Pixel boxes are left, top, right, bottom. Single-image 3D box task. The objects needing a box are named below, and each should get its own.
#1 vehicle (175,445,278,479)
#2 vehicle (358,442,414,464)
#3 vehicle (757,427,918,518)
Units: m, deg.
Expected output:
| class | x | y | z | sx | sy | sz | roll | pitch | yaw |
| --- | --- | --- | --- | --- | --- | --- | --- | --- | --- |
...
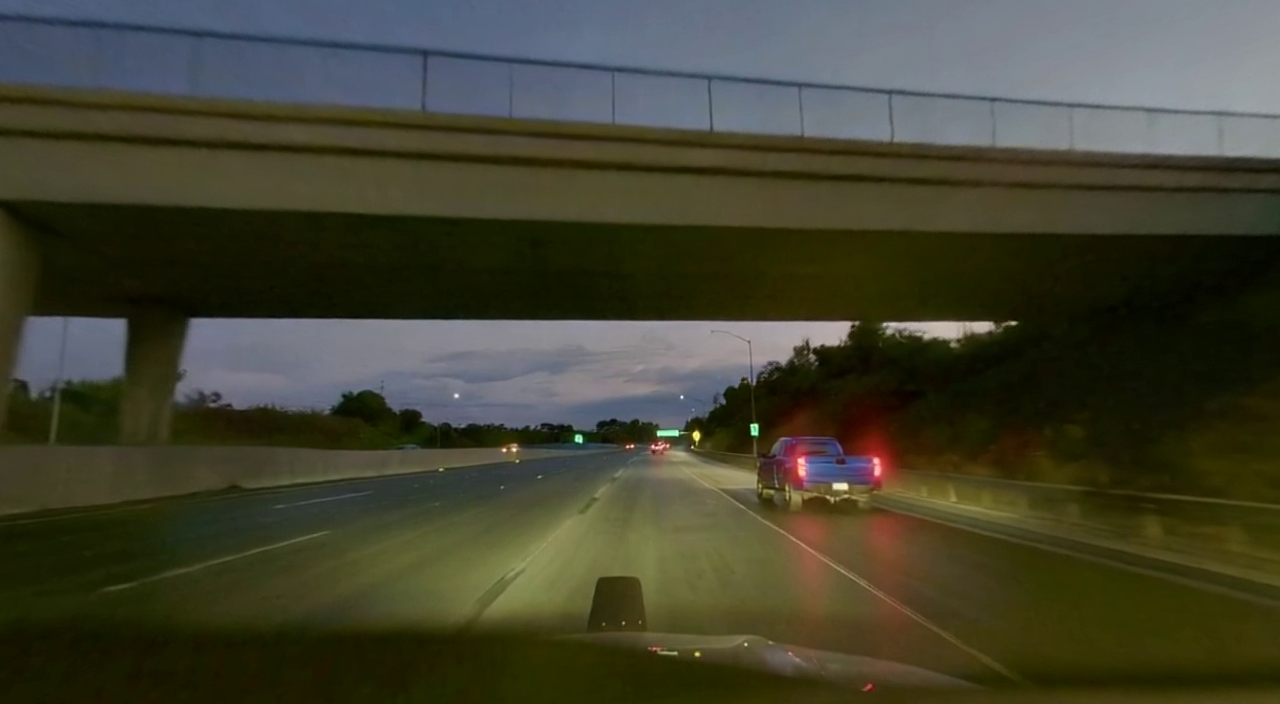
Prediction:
| class | x | y | z | sx | sy | sz | roll | pitch | yaw |
| --- | --- | --- | --- | --- | --- | --- | --- | --- | --- |
| vehicle | -19.615 | 5.205 | 30.159 | 1.833 | 1.438 | 4.439 | 0 | -8 | 1 |
| vehicle | -19.409 | 7.739 | 48.498 | 1.997 | 1.583 | 5.181 | 0 | -8 | 2 |
| vehicle | 4.060 | 2.557 | 14.003 | 2.010 | 1.637 | 4.940 | 0 | -8 | 1 |
